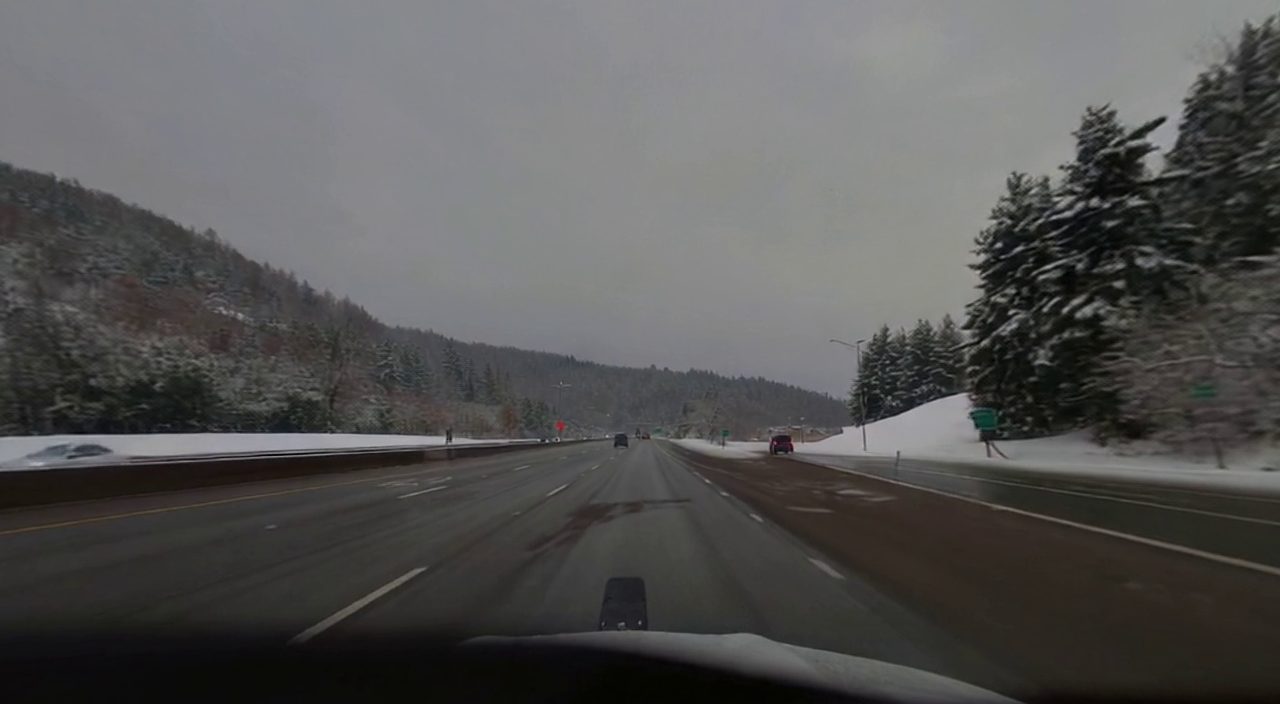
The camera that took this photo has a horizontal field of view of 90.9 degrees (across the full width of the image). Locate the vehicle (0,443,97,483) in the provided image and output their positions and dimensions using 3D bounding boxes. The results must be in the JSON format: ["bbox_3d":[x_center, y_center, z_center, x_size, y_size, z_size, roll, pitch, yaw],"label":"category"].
[{"bbox_3d":[-28.120,5.061,29.125,1.958,1.651,4.585,0,-8,0],"label":"vehicle"}]
